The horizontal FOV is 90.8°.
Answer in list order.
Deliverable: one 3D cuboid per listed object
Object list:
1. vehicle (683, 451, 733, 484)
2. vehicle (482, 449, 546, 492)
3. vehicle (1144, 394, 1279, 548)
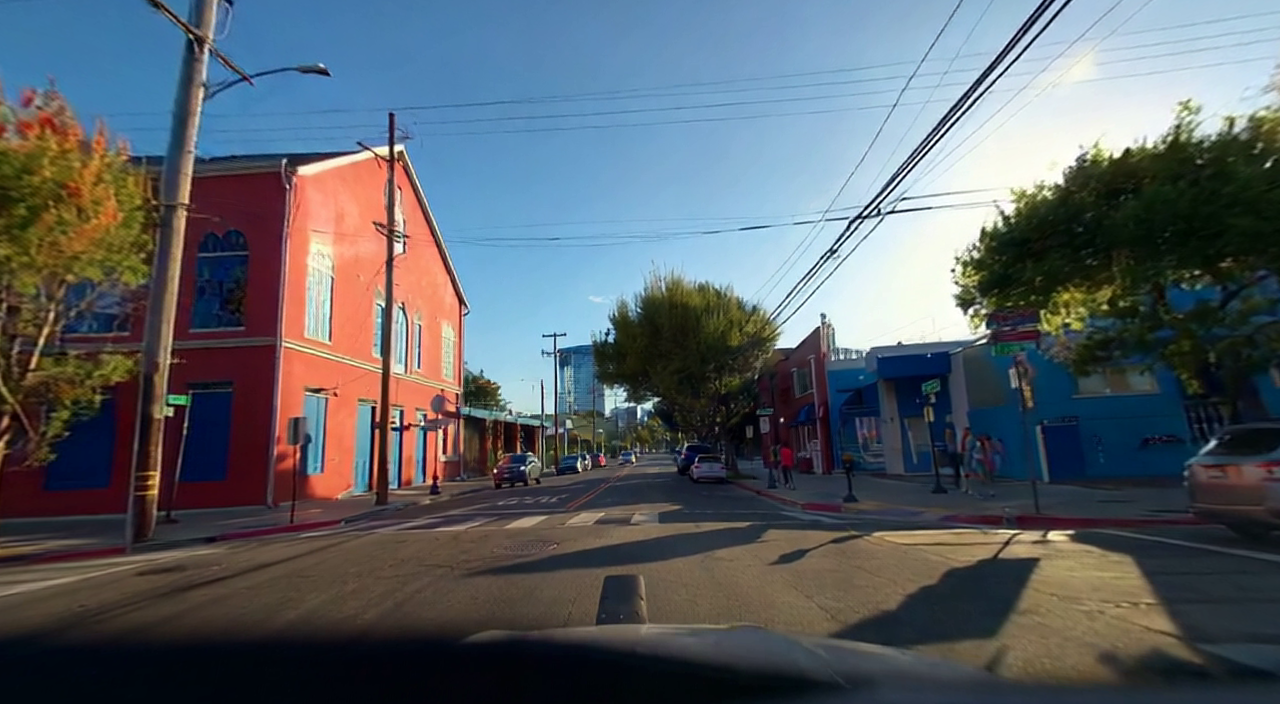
[{"bbox_3d":[3.224,5.611,31.019,1.966,1.471,4.552,0,-9,0],"label":"vehicle"},{"bbox_3d":[-6.254,5.913,31.920,2.140,1.746,4.385,-4,-8,1],"label":"vehicle"},{"bbox_3d":[10.133,1.529,8.301,5.100,1.806,2.124,0,-9,0],"label":"vehicle"}]
